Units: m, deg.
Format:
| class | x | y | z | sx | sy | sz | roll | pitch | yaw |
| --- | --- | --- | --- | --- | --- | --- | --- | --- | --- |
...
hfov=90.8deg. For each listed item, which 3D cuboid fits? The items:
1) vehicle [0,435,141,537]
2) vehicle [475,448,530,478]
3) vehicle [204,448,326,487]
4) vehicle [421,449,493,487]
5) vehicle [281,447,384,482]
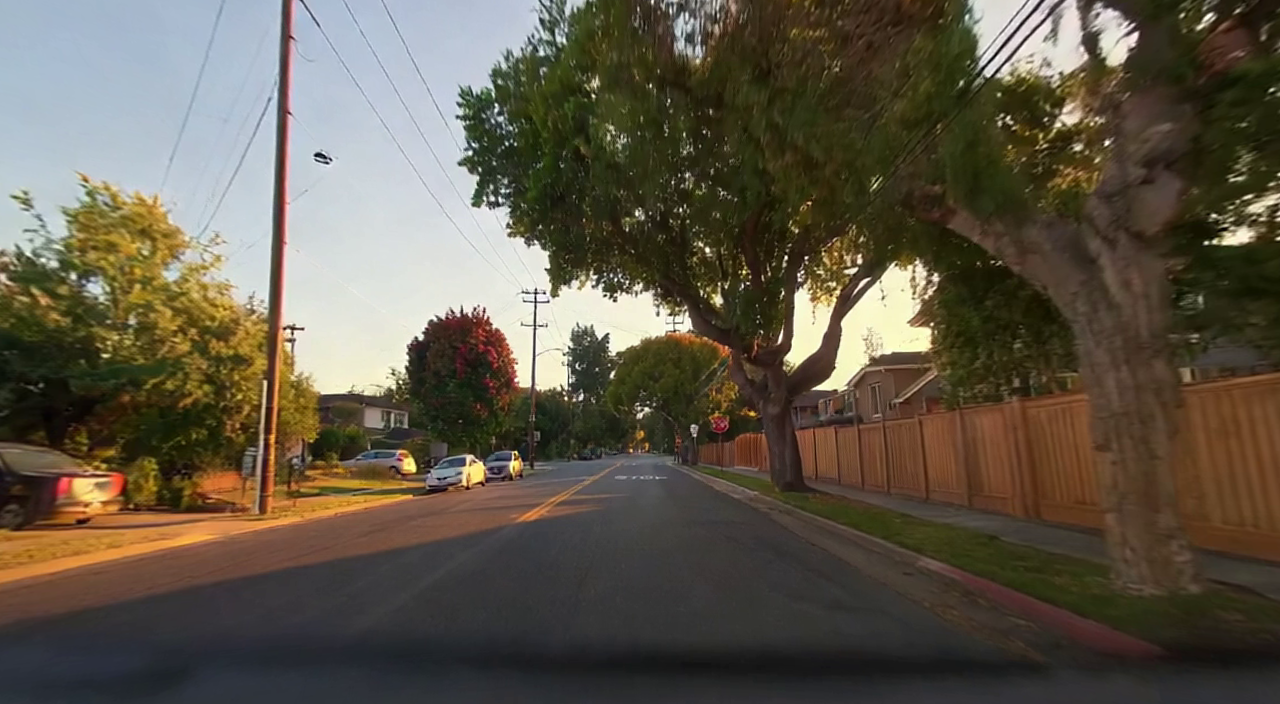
| class | x | y | z | sx | sy | sz | roll | pitch | yaw |
| --- | --- | --- | --- | --- | --- | --- | --- | --- | --- |
| vehicle | -13.677 | 2.649 | 12.757 | 5.034 | 1.887 | 2.245 | 2 | -9 | -12 |
| vehicle | -8.480 | 6.875 | 39.393 | 2.047 | 1.679 | 3.948 | -1 | -9 | 9 |
| vehicle | -17.984 | 5.522 | 30.541 | 4.539 | 1.737 | 2.098 | 2 | -9 | -13 |
| vehicle | -8.589 | 5.436 | 29.993 | 1.950 | 1.627 | 4.027 | -1 | -9 | 4 |
| vehicle | -16.261 | 5.957 | 33.656 | 4.364 | 1.802 | 2.122 | 1 | -9 | -7 |
